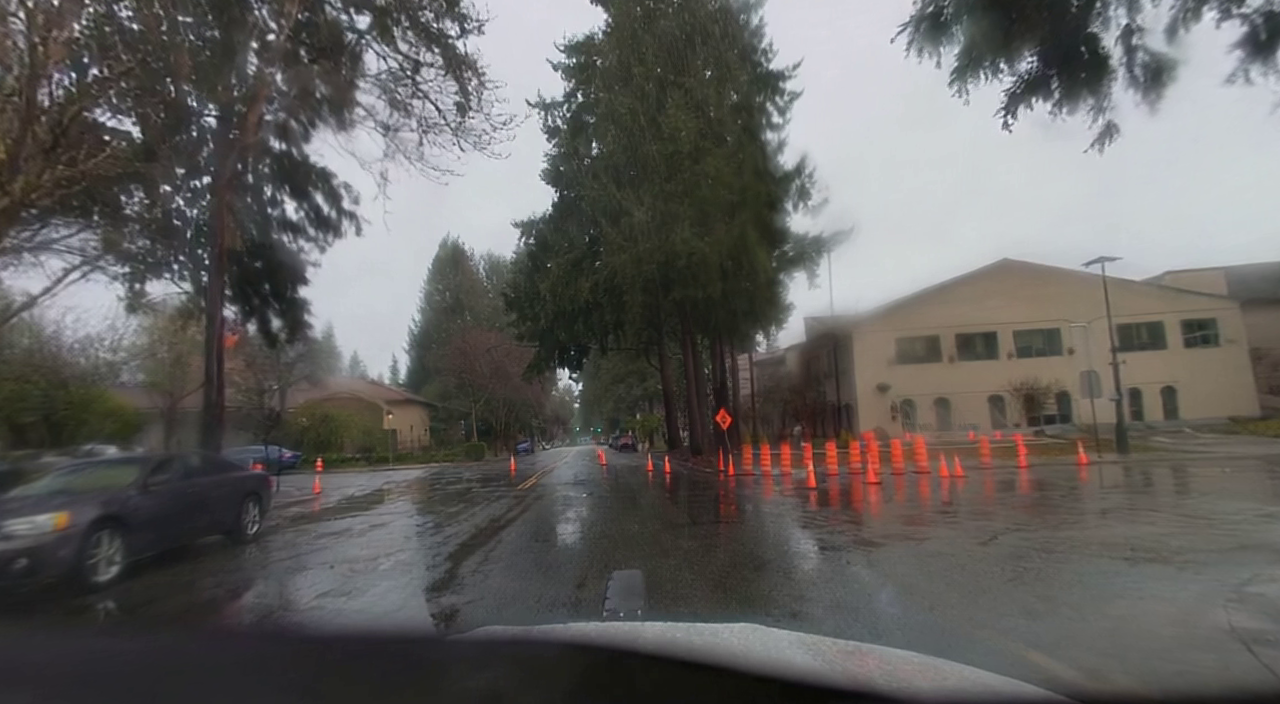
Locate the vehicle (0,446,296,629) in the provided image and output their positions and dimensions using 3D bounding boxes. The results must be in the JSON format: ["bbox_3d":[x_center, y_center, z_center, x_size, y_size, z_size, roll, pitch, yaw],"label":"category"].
[{"bbox_3d":[-7.622,2.039,7.814,2.961,1.701,7.563,0,-8,-4],"label":"vehicle"}]
